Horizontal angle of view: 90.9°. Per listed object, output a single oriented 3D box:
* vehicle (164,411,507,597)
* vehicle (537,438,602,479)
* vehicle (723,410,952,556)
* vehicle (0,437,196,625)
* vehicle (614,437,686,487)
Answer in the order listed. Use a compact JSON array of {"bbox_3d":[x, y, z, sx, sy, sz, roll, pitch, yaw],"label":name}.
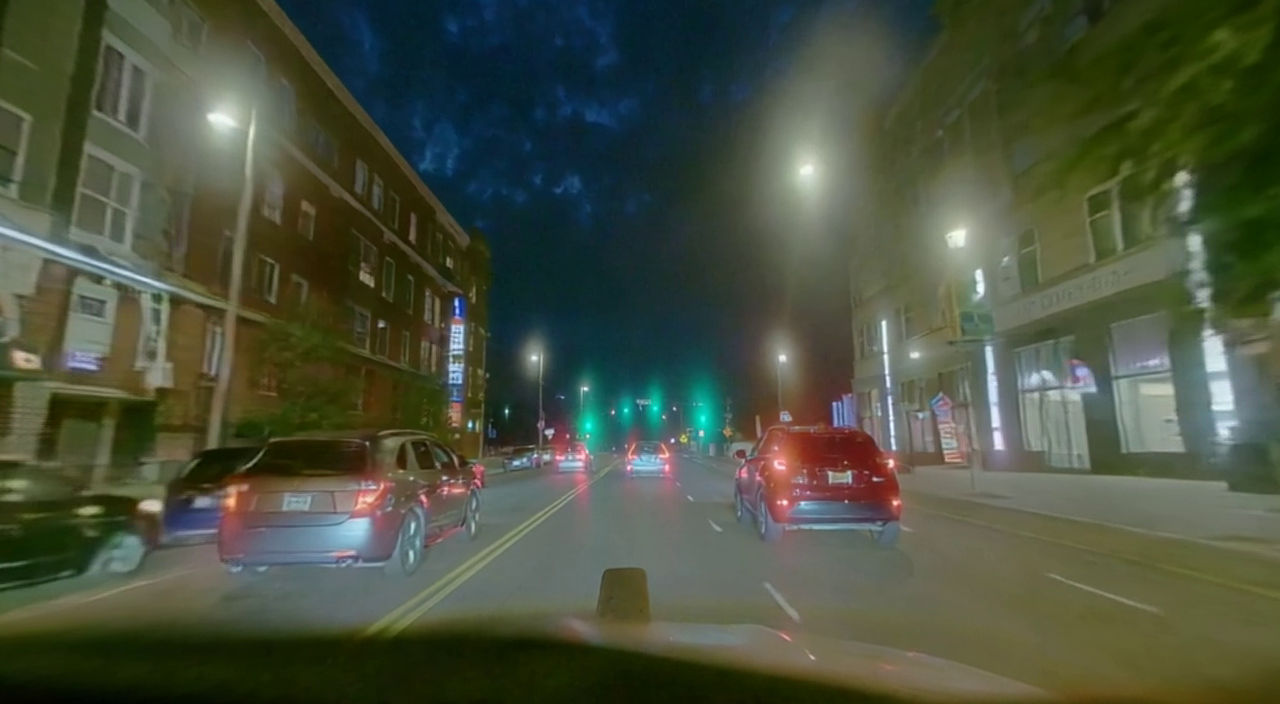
[{"bbox_3d":[-3.104,1.642,7.595,2.085,1.619,3.976,0,-9,1],"label":"vehicle"},{"bbox_3d":[-2.768,4.312,25.751,2.019,1.507,4.643,0,-9,1],"label":"vehicle"},{"bbox_3d":[2.618,1.884,9.694,2.094,1.709,4.394,0,-9,0],"label":"vehicle"},{"bbox_3d":[-5.934,1.396,4.895,1.797,1.462,4.218,0,-9,2],"label":"vehicle"},{"bbox_3d":[0.286,3.615,20.977,2.139,1.466,4.373,0,-9,0],"label":"vehicle"}]
